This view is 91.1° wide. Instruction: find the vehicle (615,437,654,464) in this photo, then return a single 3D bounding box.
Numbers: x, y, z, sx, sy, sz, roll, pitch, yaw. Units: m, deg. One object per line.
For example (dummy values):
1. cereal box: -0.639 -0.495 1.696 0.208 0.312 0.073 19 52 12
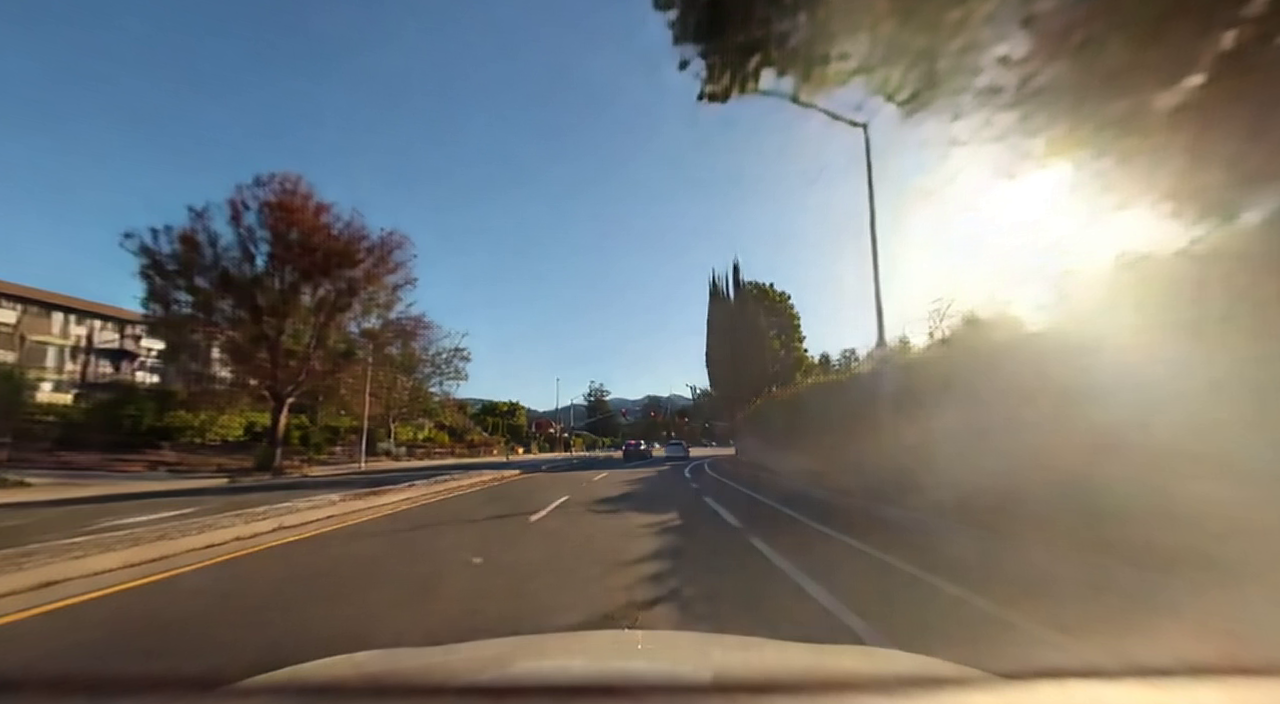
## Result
1. vehicle: -0.346 7.246 46.266 2.152 1.822 4.391 -1 -9 10
